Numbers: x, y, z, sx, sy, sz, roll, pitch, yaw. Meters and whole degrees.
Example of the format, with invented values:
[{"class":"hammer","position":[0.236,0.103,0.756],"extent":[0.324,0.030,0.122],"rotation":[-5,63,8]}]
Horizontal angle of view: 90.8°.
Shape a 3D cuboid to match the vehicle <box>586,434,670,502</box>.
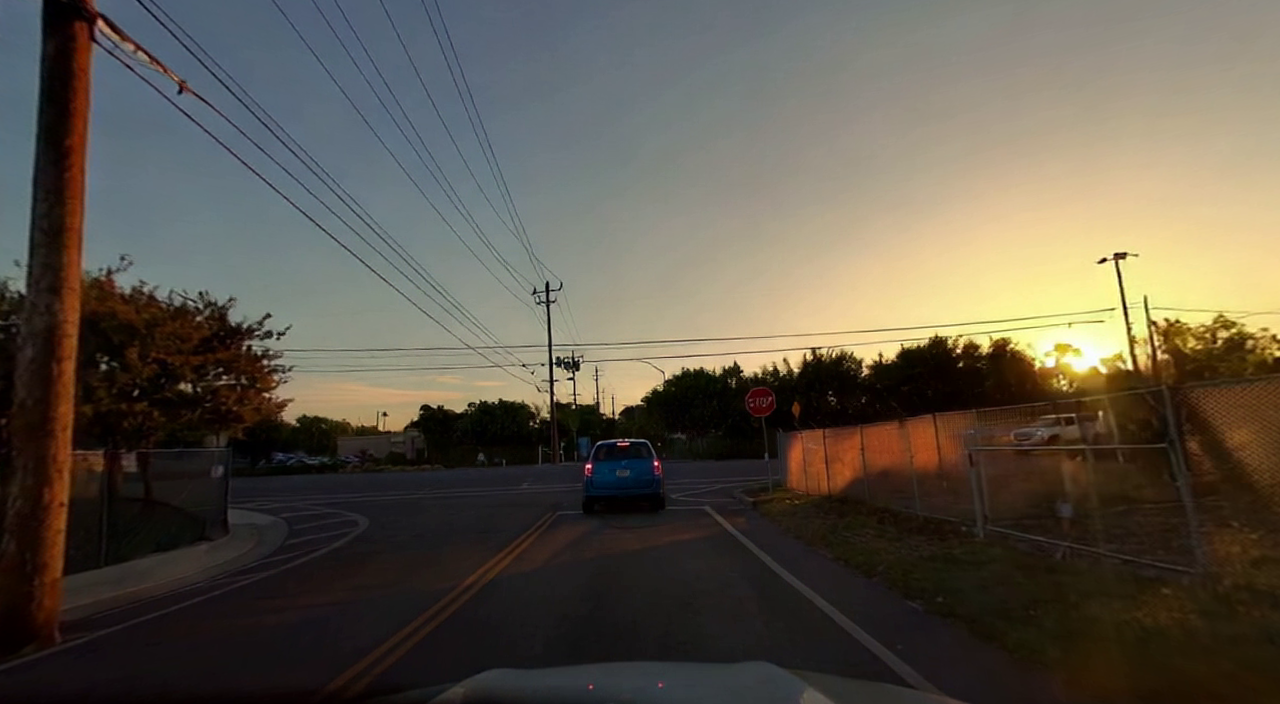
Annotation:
[{"class":"vehicle","position":[-0.420,3.244,18.172],"extent":[2.137,1.698,4.166],"rotation":[0,-8,-3]}]
